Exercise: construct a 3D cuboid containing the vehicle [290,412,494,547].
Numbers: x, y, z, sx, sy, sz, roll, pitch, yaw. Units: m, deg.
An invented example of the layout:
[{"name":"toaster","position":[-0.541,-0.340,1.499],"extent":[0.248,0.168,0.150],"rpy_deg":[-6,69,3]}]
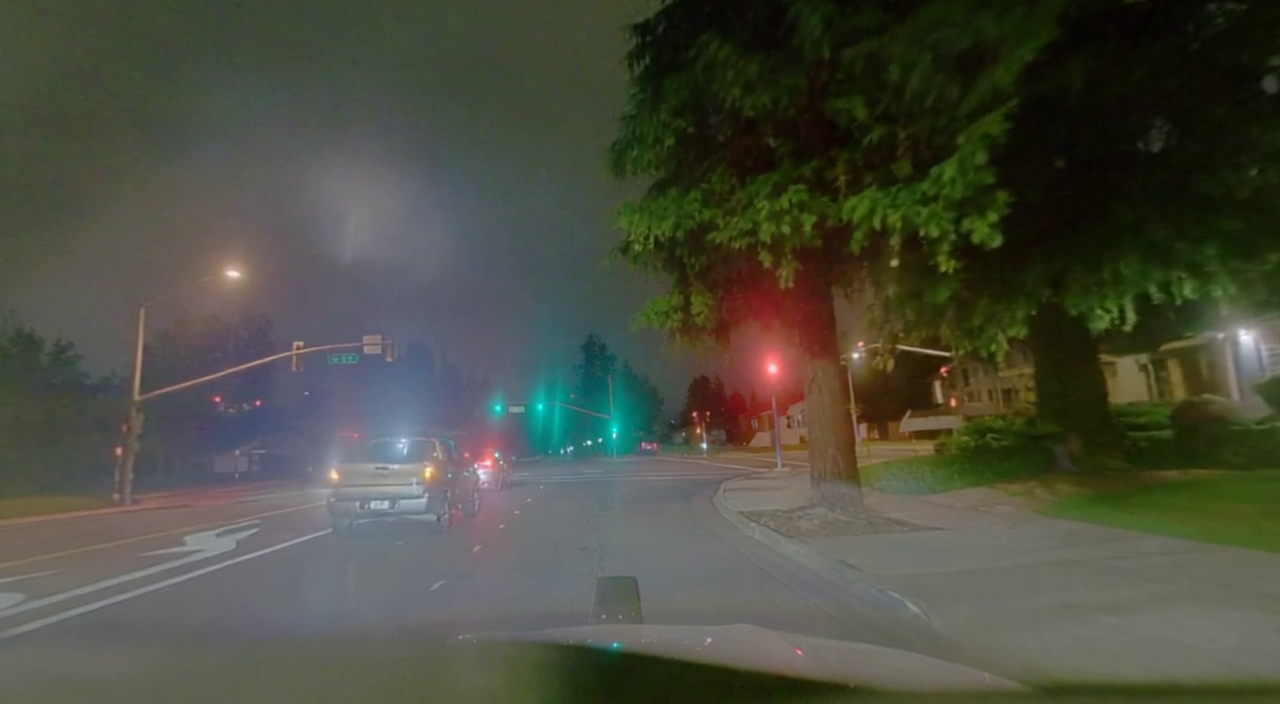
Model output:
[{"name":"vehicle","position":[-3.985,2.158,11.188],"extent":[2.041,1.834,4.679],"rpy_deg":[0,-10,-5]}]
